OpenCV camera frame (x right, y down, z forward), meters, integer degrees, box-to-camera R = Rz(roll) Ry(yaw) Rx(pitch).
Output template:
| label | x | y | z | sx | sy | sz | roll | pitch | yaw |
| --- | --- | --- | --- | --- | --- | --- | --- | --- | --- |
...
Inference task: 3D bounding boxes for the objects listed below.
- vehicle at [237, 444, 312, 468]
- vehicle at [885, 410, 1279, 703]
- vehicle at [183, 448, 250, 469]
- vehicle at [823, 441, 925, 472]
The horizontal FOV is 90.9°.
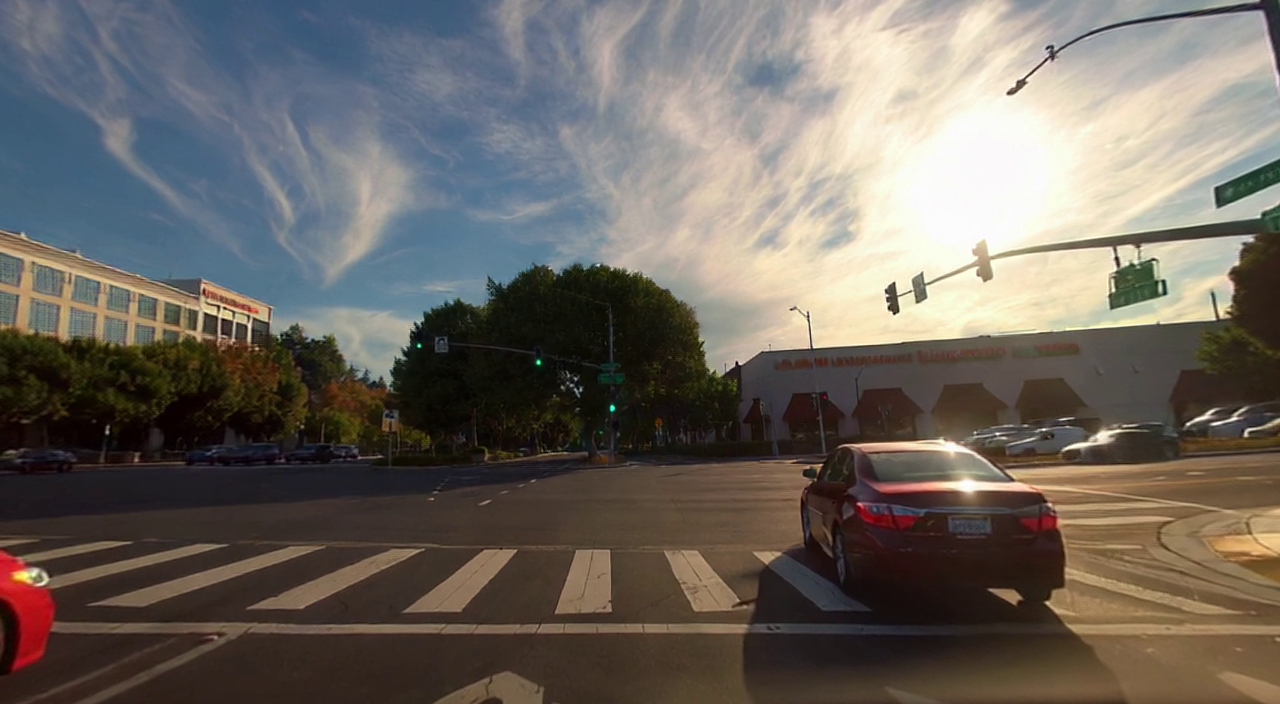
| label | x | y | z | sx | sy | sz | roll | pitch | yaw |
| --- | --- | --- | --- | --- | --- | --- | --- | --- | --- |
| vehicle | -23.680 | 6.746 | 41.053 | 2.201 | 1.483 | 4.656 | 0 | -8 | -1 |
| vehicle | 3.959 | 1.298 | 4.884 | 1.940 | 1.487 | 4.562 | 1 | -8 | -5 |
| vehicle | -30.875 | 7.738 | 46.124 | 2.105 | 1.426 | 4.202 | 0 | -8 | -2 |
| vehicle | 11.865 | 5.261 | 31.996 | 4.703 | 1.492 | 1.930 | 3 | -9 | -22 |
